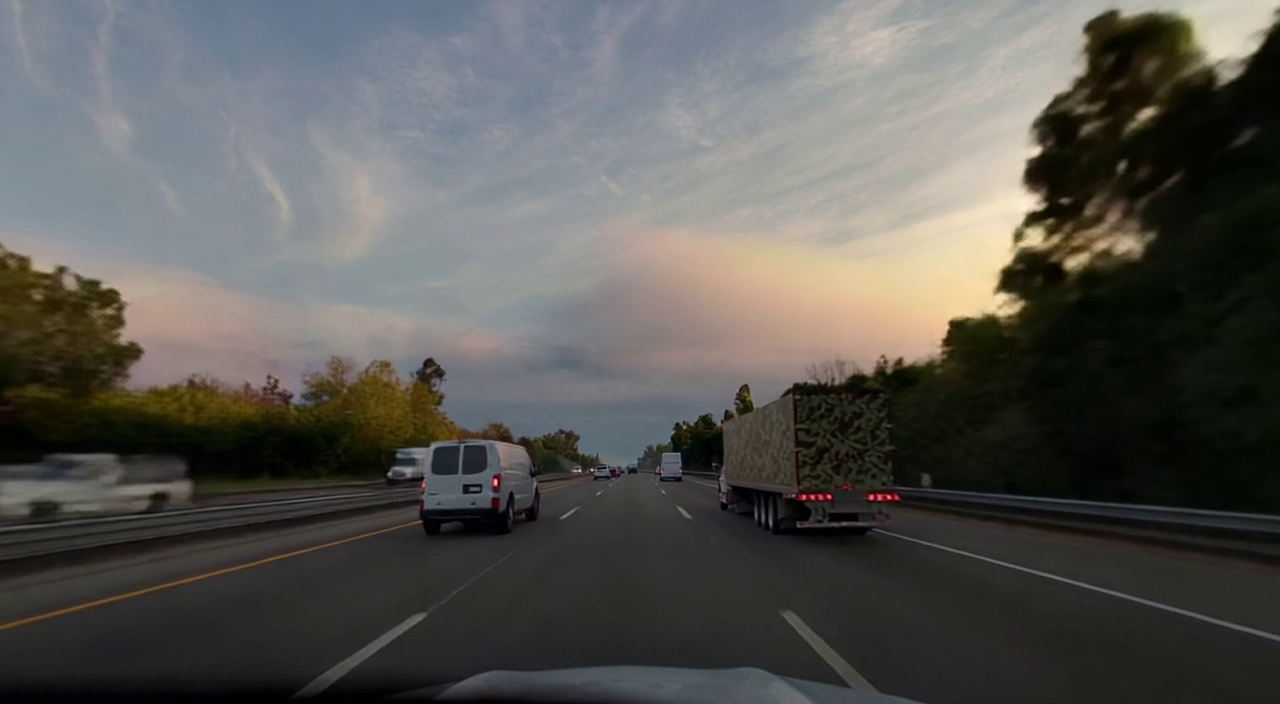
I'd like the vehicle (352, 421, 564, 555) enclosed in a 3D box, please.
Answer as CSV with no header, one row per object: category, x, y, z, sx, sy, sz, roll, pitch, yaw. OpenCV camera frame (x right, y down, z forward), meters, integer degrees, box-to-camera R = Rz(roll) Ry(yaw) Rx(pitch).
vehicle,-3.007,2.476,11.942,2.378,1.930,5.086,1,-10,1

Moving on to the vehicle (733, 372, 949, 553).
vehicle,3.744,2.307,13.192,2.703,2.988,5.097,1,-10,-1
